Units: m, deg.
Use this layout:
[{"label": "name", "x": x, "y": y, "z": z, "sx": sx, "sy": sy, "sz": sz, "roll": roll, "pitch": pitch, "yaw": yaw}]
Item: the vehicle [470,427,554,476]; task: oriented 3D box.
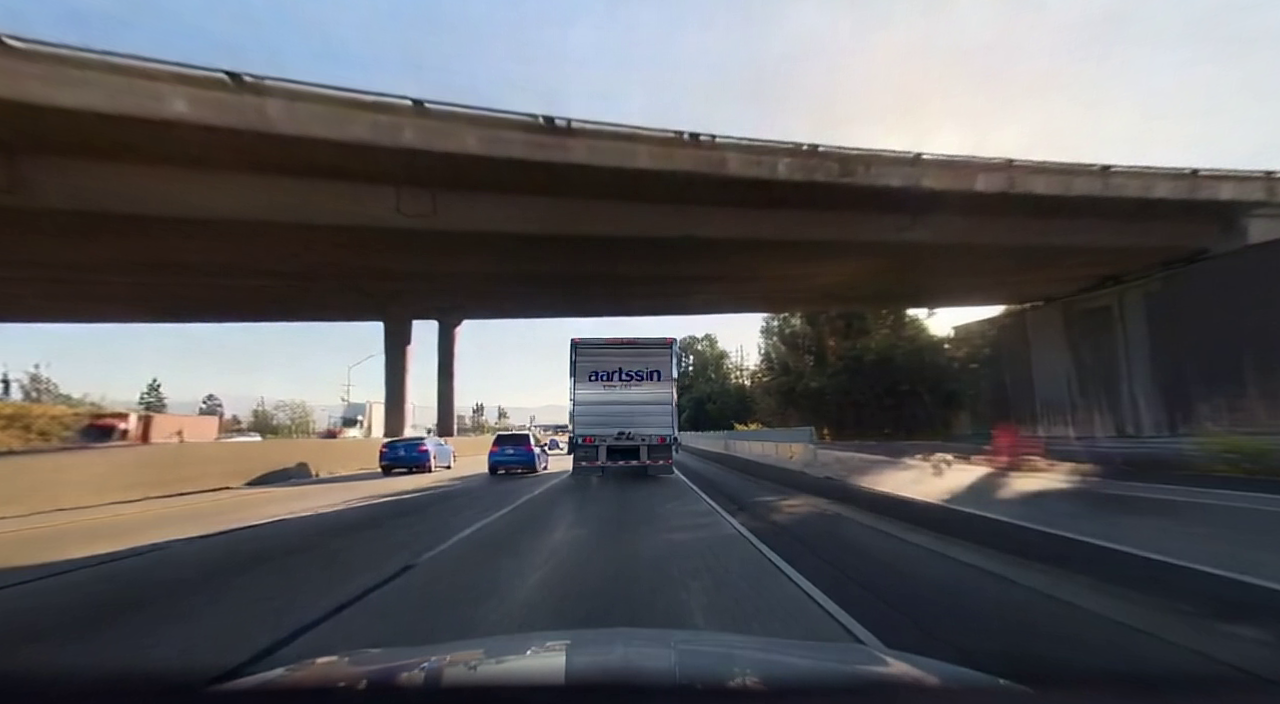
[{"label": "vehicle", "x": -4.653, "y": 3.678, "z": 23.689, "sx": 2.052, "sy": 1.639, "sz": 4.894, "roll": 0, "pitch": -8, "yaw": 1}]

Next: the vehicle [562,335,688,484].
[{"label": "vehicle", "x": -0.514, "y": 2.272, "z": 22.750, "sx": 3.442, "sy": 4.106, "sz": 10.719, "roll": 0, "pitch": -8, "yaw": -1}]

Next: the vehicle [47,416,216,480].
[{"label": "vehicle", "x": -24.019, "y": 4.550, "z": 30.283, "sx": 2.292, "sy": 2.693, "sz": 6.952, "roll": 0, "pitch": -8, "yaw": 0}]

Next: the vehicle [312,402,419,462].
[{"label": "vehicle", "x": -20.025, "y": 5.988, "z": 46.953, "sx": 3.092, "sy": 3.956, "sz": 10.559, "roll": 0, "pitch": -8, "yaw": 1}]

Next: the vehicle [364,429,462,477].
[{"label": "vehicle", "x": -8.167, "y": 3.647, "z": 23.056, "sx": 1.944, "sy": 1.565, "sz": 4.383, "roll": 0, "pitch": -8, "yaw": 0}]

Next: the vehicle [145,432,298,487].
[{"label": "vehicle", "x": -16.355, "y": 4.193, "z": 25.069, "sx": 2.287, "sy": 1.926, "sz": 5.514, "roll": 0, "pitch": -8, "yaw": 0}]
